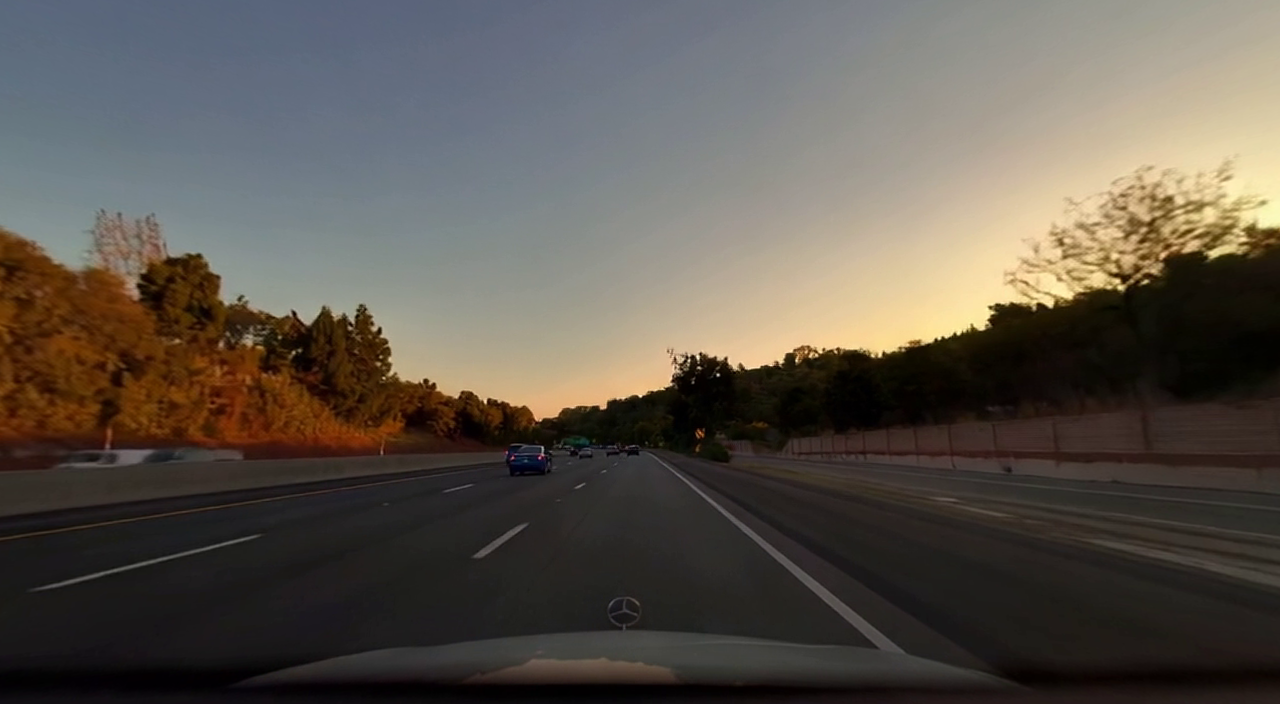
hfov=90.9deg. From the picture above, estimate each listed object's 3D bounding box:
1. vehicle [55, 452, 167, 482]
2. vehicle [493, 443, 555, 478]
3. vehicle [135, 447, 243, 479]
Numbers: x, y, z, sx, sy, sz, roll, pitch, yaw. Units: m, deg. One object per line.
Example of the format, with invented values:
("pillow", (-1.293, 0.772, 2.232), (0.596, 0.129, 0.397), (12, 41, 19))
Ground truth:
("vehicle", (-31.592, 6.835, 37.905), (2.112, 1.614, 5.219), (0, -8, 2))
("vehicle", (-5.405, 5.099, 30.033), (2.081, 1.514, 4.943), (0, -8, 0))
("vehicle", (-24.056, 5.897, 33.942), (1.912, 1.541, 5.158), (0, -8, 1))
